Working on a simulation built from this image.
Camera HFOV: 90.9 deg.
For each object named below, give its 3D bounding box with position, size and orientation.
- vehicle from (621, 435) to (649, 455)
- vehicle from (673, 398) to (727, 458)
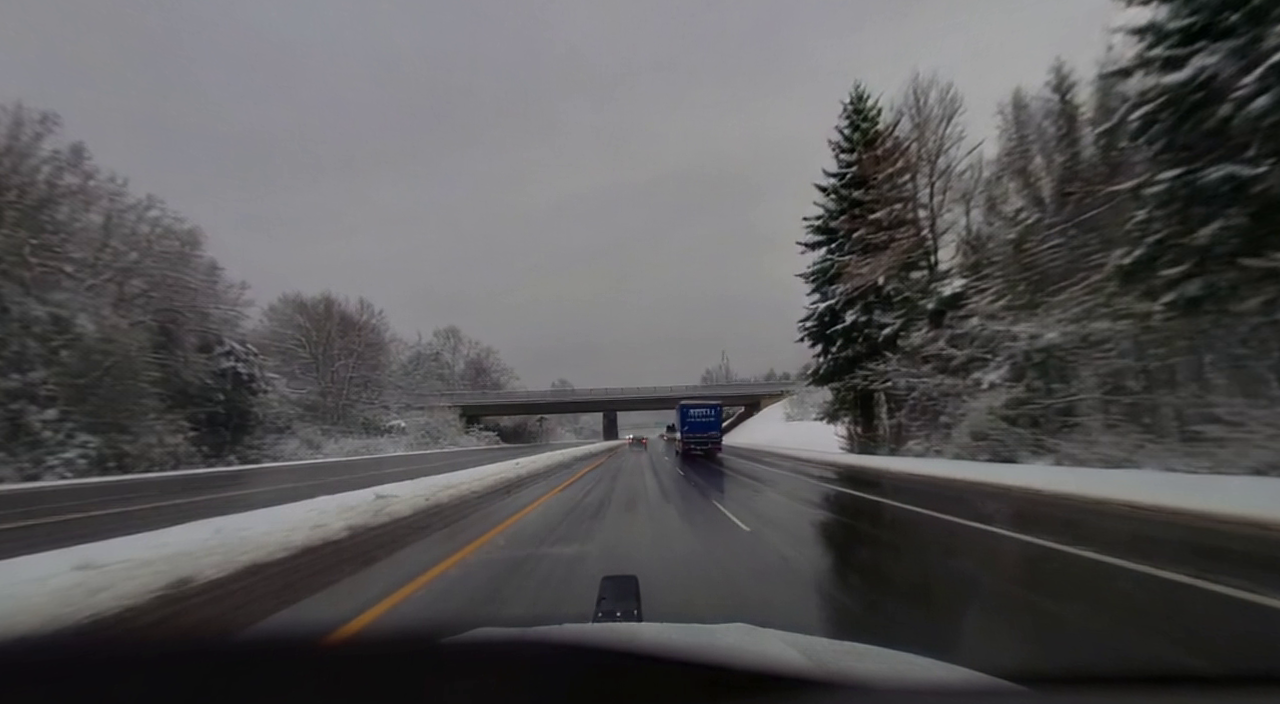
[{"bbox_3d":[-0.361,6.754,45.968,1.996,1.325,4.029,0,-8,0],"label":"vehicle"},{"bbox_3d":[3.602,4.654,38.563,2.913,3.491,2.811,0,-8,-1],"label":"vehicle"}]
